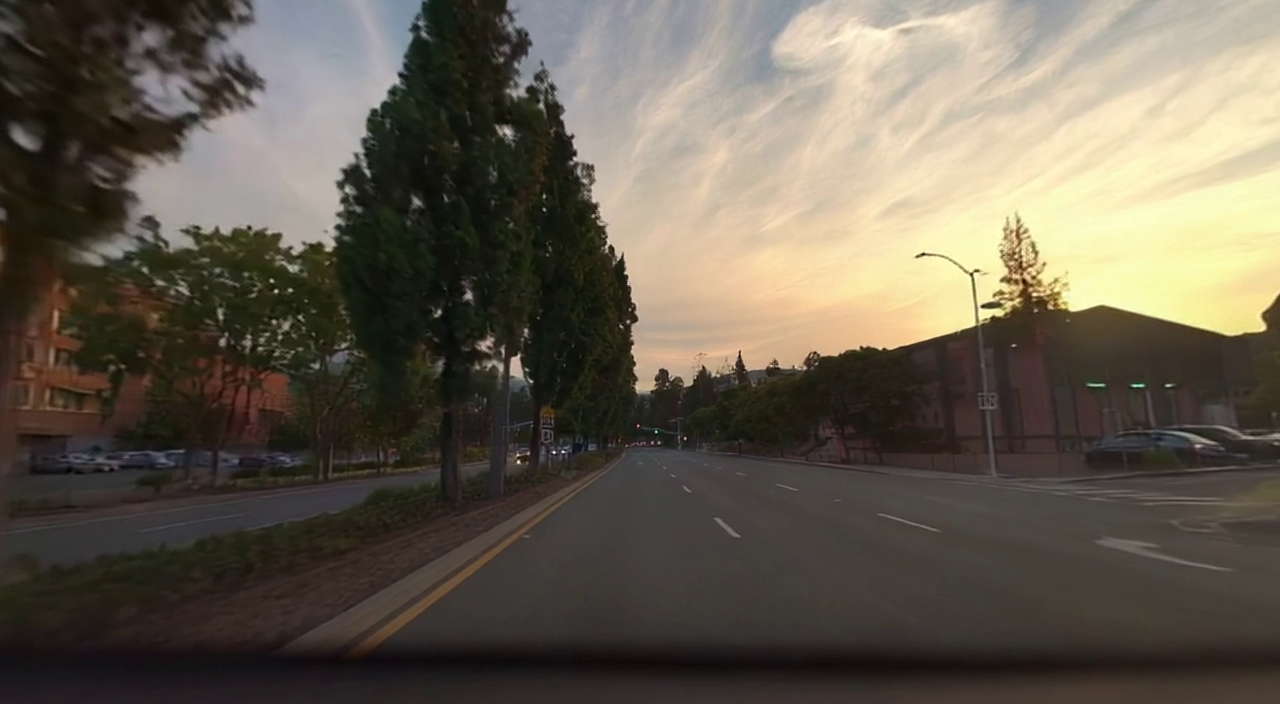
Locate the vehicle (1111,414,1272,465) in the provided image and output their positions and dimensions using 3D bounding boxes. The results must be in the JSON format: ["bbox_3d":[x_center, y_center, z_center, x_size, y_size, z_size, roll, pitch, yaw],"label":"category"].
[{"bbox_3d":[27.394,4.431,31.741,2.186,2.298,5.989,1,-8,-7],"label":"vehicle"}]
